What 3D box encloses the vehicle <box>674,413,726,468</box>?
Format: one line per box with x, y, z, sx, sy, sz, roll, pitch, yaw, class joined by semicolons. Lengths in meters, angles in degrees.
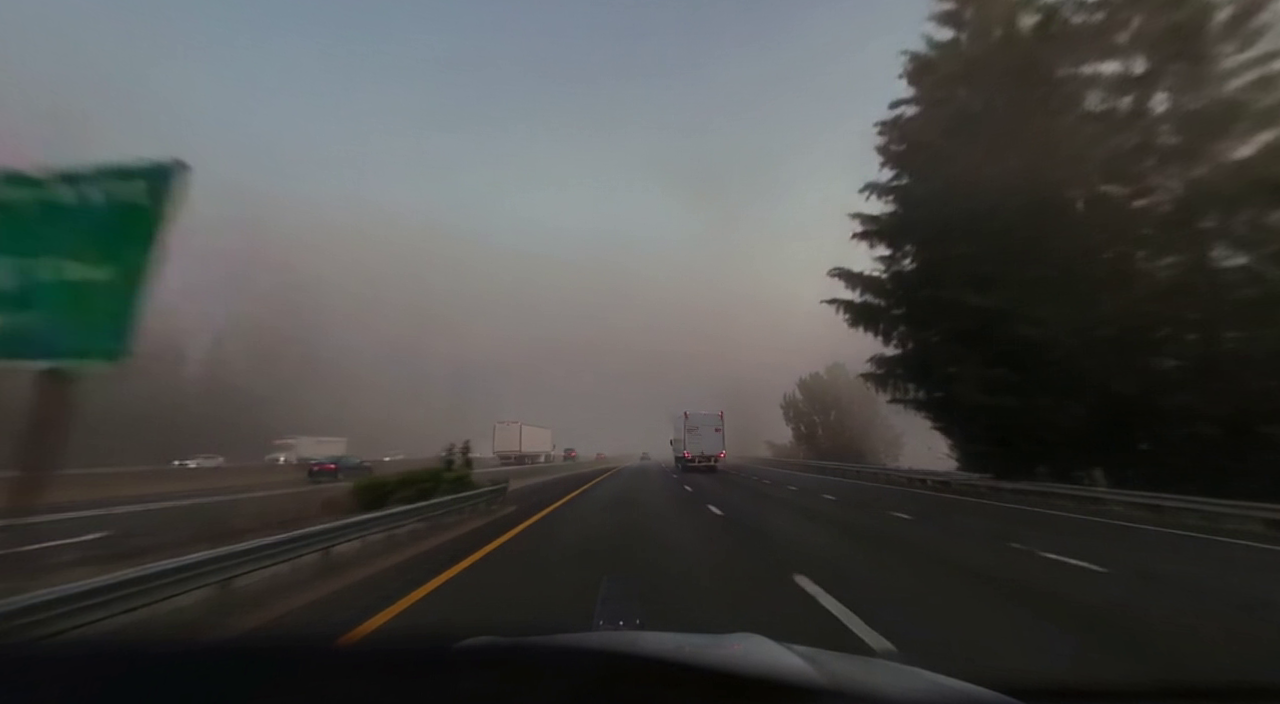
4.371;7.015;49.335;2.928;3.595;13.975;0;-9;1;vehicle

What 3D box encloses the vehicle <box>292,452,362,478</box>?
-18.649;6.750;37.770;1.833;1.438;4.011;-1;-9;5;vehicle
